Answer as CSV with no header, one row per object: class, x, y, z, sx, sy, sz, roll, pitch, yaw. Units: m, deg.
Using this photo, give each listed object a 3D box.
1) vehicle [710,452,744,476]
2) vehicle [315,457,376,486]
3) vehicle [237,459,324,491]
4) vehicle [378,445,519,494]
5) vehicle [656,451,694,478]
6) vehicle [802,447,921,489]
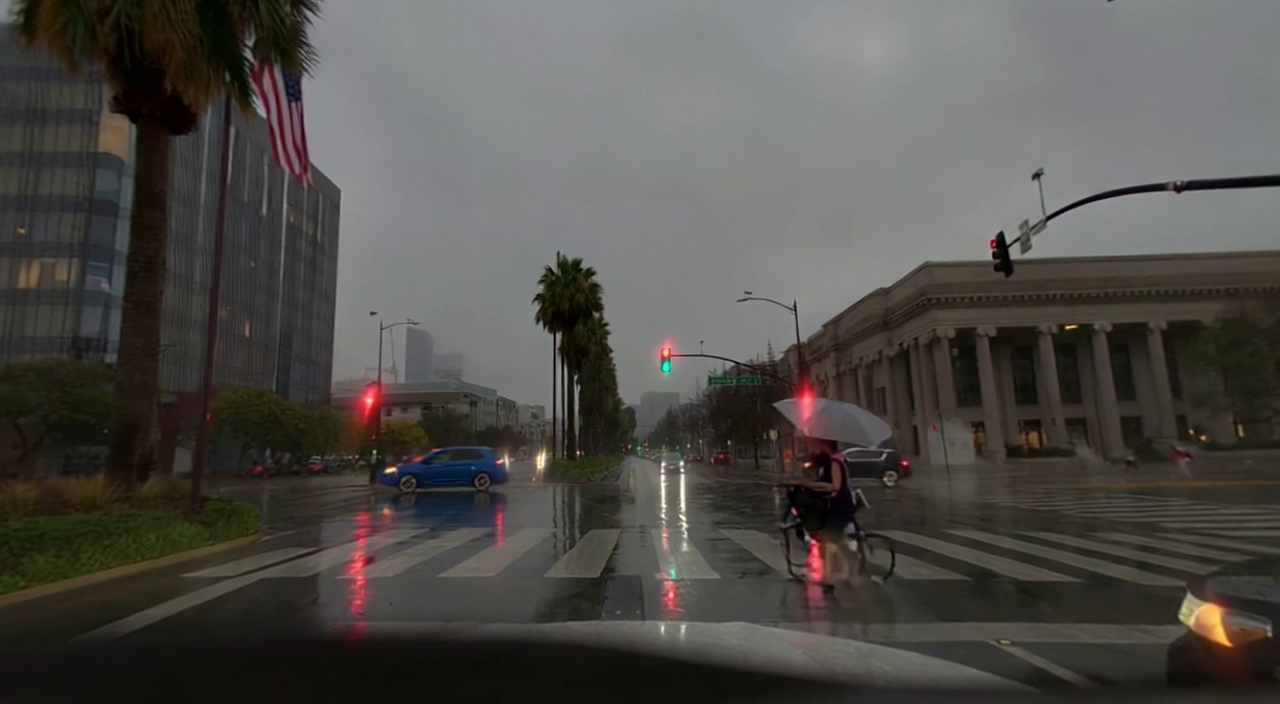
vehicle,6.517,8.436,47.804,2.176,1.690,4.138,-1,-8,3
vehicle,-20.114,8.144,43.374,2.043,1.745,4.420,0,-8,0
vehicle,-19.967,6.854,35.413,2.069,1.540,4.774,0,-8,0
vehicle,-6.584,4.091,22.243,4.499,1.594,1.898,1,-9,-10
vehicle,2.502,8.222,46.523,2.325,1.810,4.827,0,-8,-2
vehicle,8.859,4.596,25.314,4.273,1.525,2.000,-4,-9,22
